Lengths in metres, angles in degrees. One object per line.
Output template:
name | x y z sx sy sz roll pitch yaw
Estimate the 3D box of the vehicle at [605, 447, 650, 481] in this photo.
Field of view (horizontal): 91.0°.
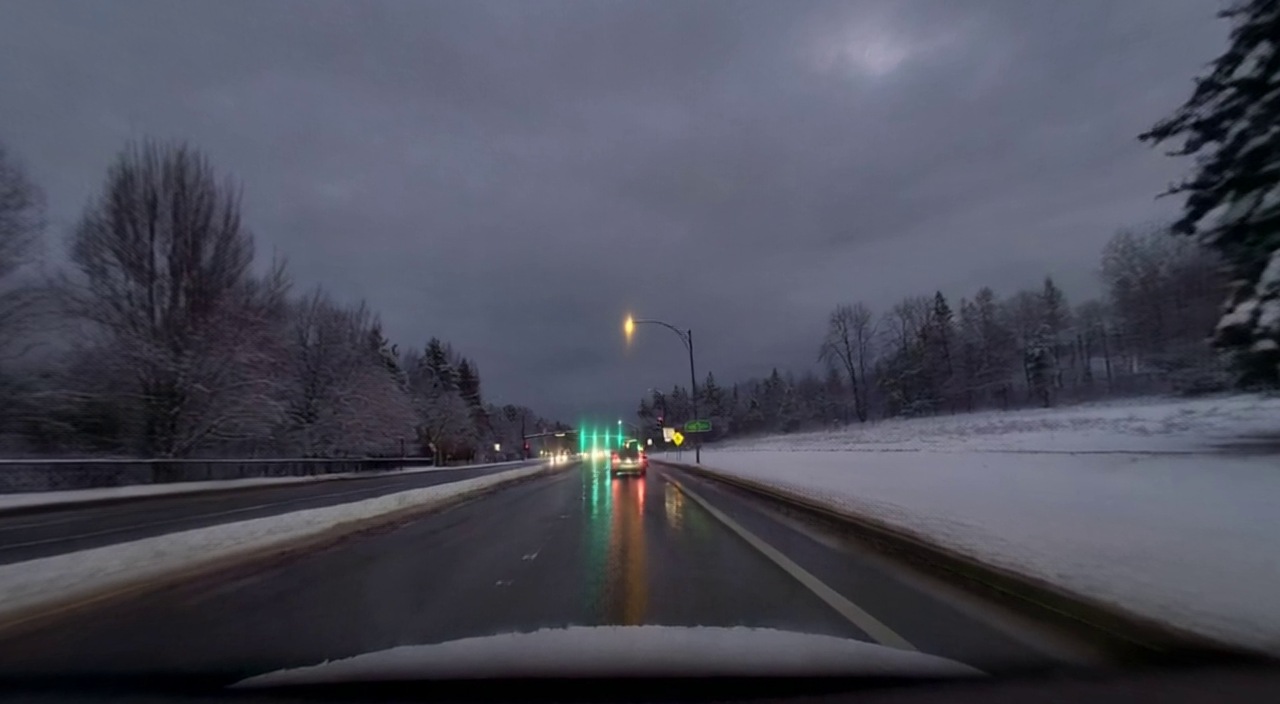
vehicle | -0.589 5.208 29.451 1.954 1.469 3.465 0 -9 -1
